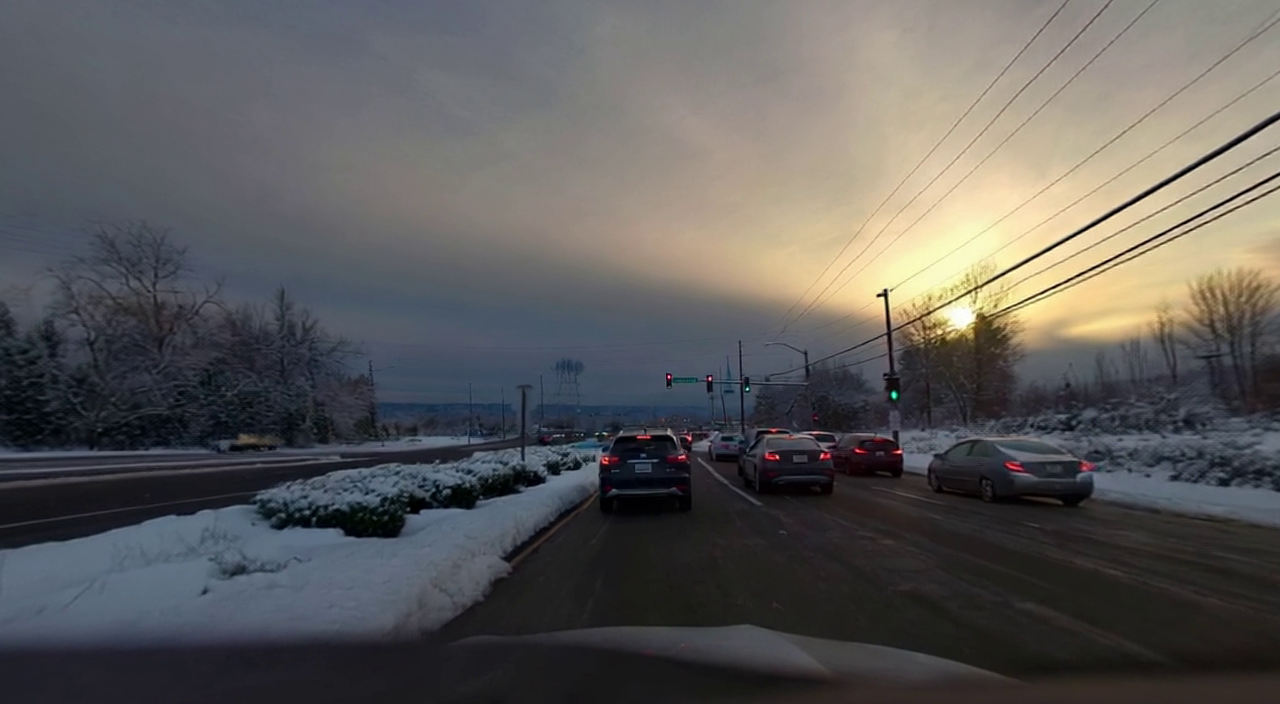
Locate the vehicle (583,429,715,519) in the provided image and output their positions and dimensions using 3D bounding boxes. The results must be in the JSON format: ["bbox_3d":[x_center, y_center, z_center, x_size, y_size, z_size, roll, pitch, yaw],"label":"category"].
[{"bbox_3d":[0.174,2.382,12.833,2.208,1.498,4.401,0,-8,1],"label":"vehicle"}]

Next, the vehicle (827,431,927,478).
[{"bbox_3d":[8.650,3.781,23.498,1.966,1.536,4.666,0,-8,1],"label":"vehicle"}]

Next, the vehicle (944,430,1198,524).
[{"bbox_3d":[7.974,2.337,12.346,1.905,1.483,4.469,-1,-8,2],"label":"vehicle"}]

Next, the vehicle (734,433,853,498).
[{"bbox_3d":[3.828,2.926,16.626,2.028,1.454,4.531,0,-8,1],"label":"vehicle"}]
